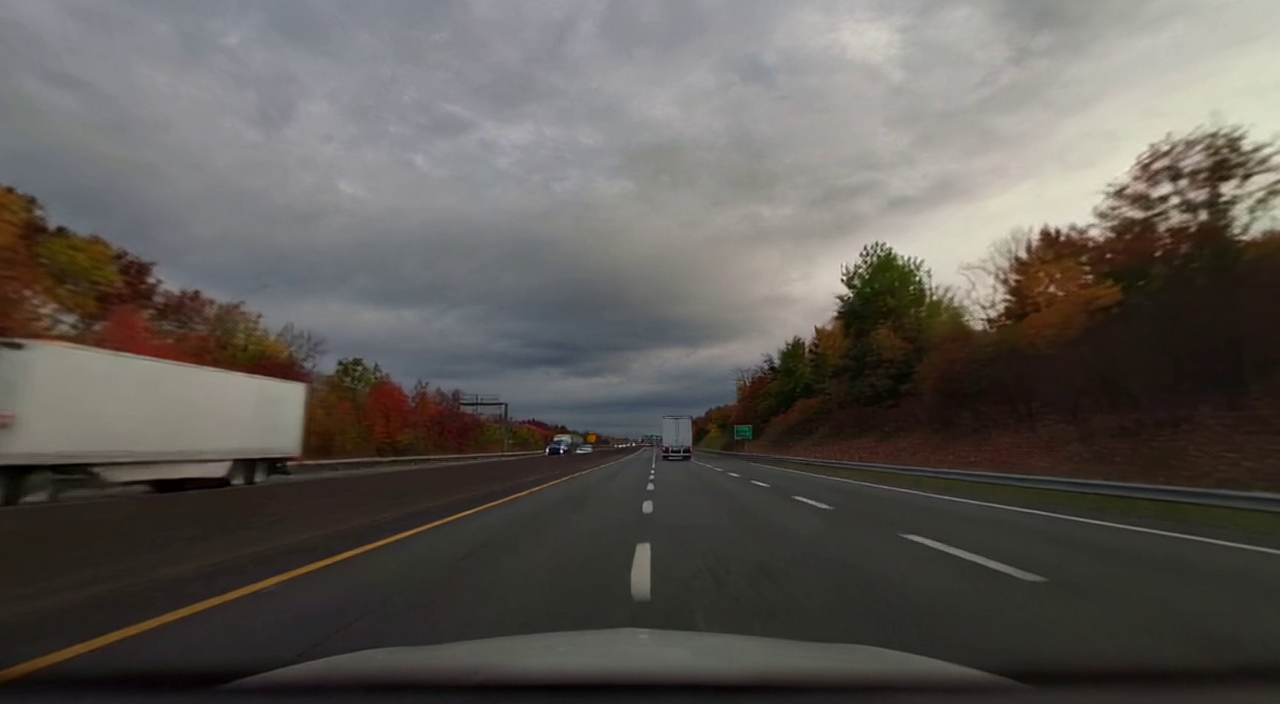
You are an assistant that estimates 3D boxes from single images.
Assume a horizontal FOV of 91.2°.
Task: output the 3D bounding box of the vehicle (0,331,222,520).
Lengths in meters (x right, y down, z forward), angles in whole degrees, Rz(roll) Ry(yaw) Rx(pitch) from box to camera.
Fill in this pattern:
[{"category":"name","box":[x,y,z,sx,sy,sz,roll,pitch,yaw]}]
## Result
[{"category":"vehicle","box":[-14.412,1.748,14.349,2.815,3.802,9.551,-1,-9,1]}]
